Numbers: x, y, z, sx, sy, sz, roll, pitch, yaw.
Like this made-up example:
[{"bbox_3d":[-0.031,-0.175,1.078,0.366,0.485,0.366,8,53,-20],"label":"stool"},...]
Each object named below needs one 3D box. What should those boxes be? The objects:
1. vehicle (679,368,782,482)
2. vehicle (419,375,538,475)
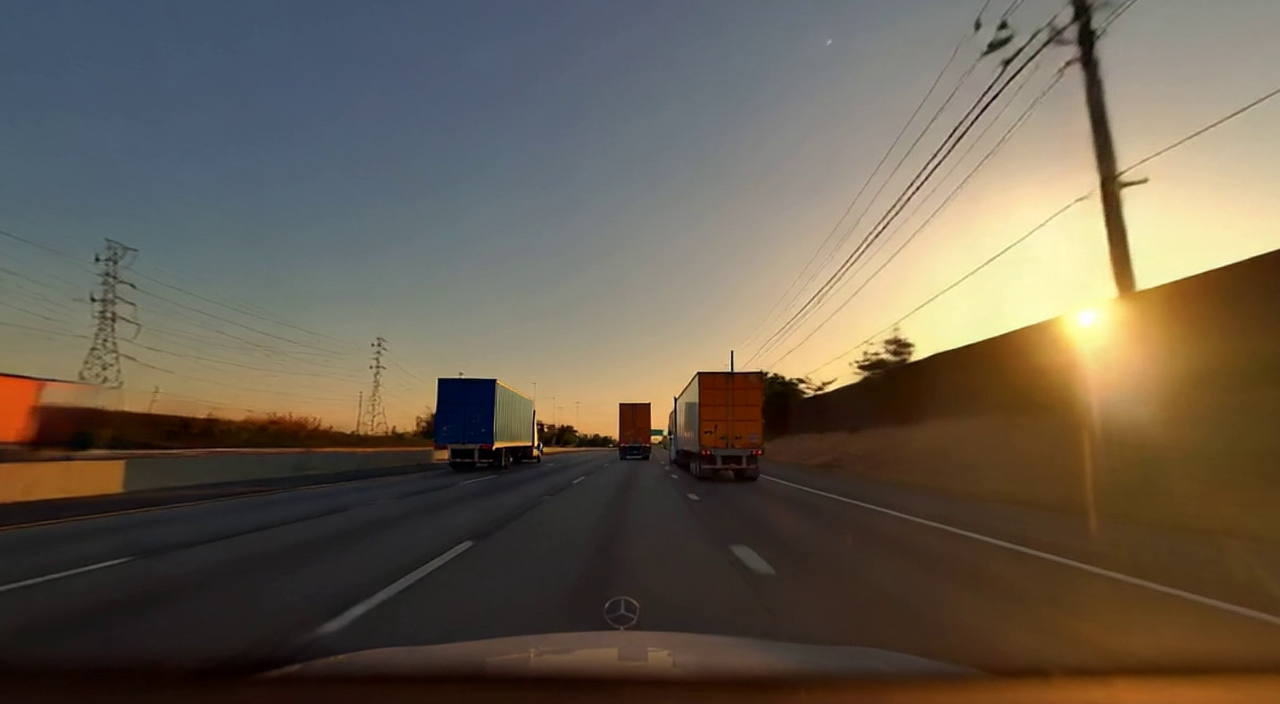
[{"bbox_3d":[3.421,3.199,26.771,2.806,3.919,9.777,0,-8,0],"label":"vehicle"},{"bbox_3d":[-7.303,3.695,30.718,2.937,3.981,11.119,0,-8,-1],"label":"vehicle"}]
